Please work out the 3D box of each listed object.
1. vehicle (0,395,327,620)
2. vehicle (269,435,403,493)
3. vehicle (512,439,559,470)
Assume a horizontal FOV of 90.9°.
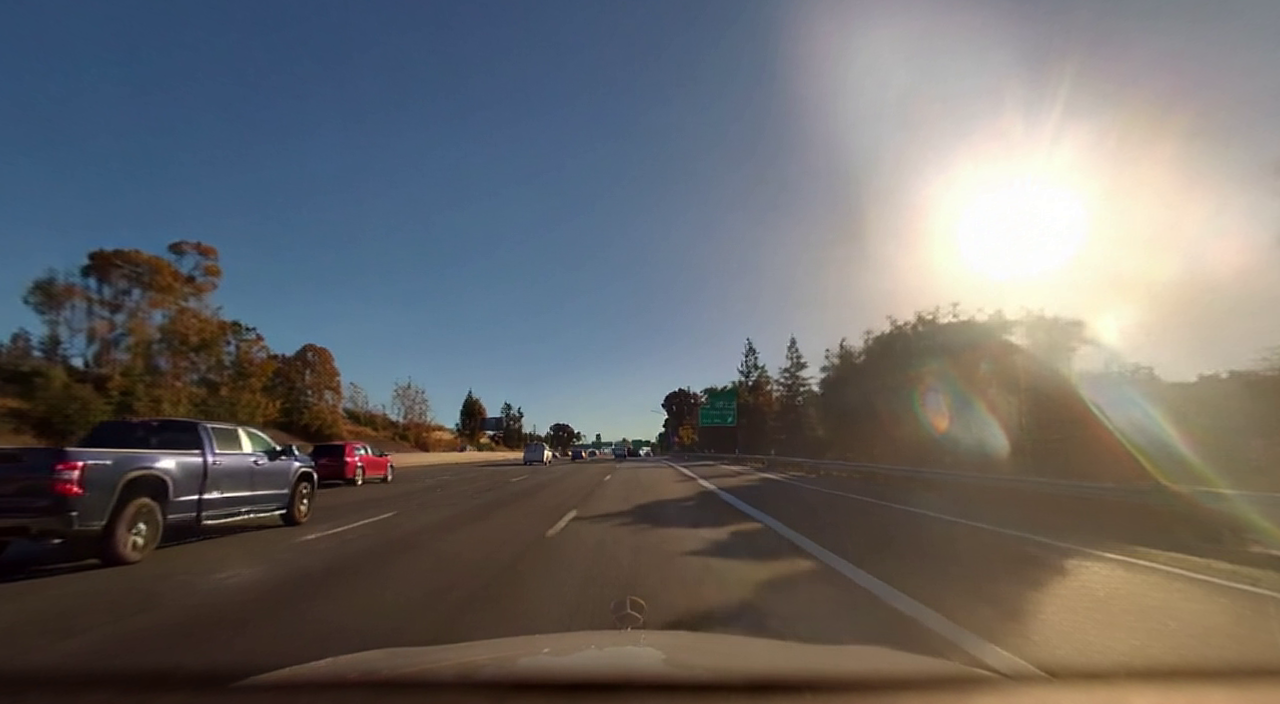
[{"bbox_3d":[-6.278,1.527,6.993,2.403,1.773,6.276,0,-8,0],"label":"vehicle"},{"bbox_3d":[-9.665,3.592,20.573,2.060,1.662,4.469,0,-8,1],"label":"vehicle"},{"bbox_3d":[-6.145,6.086,37.598,2.009,1.735,4.358,0,-8,1],"label":"vehicle"}]
